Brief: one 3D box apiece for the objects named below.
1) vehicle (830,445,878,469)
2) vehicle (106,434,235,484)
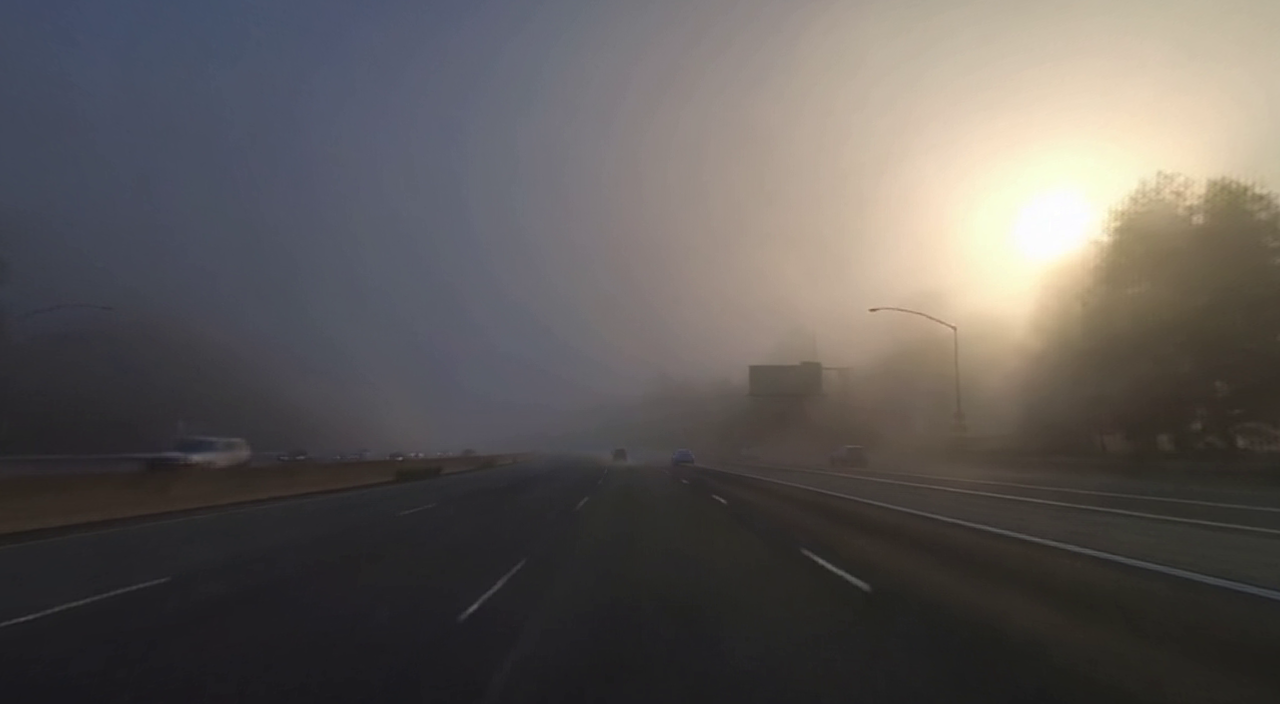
[{"bbox_3d":[15.478,7.604,45.777,1.955,1.607,4.232,0,-9,-2],"label":"vehicle"},{"bbox_3d":[-20.328,4.637,27.609,2.029,1.975,4.759,0,-9,-1],"label":"vehicle"}]
